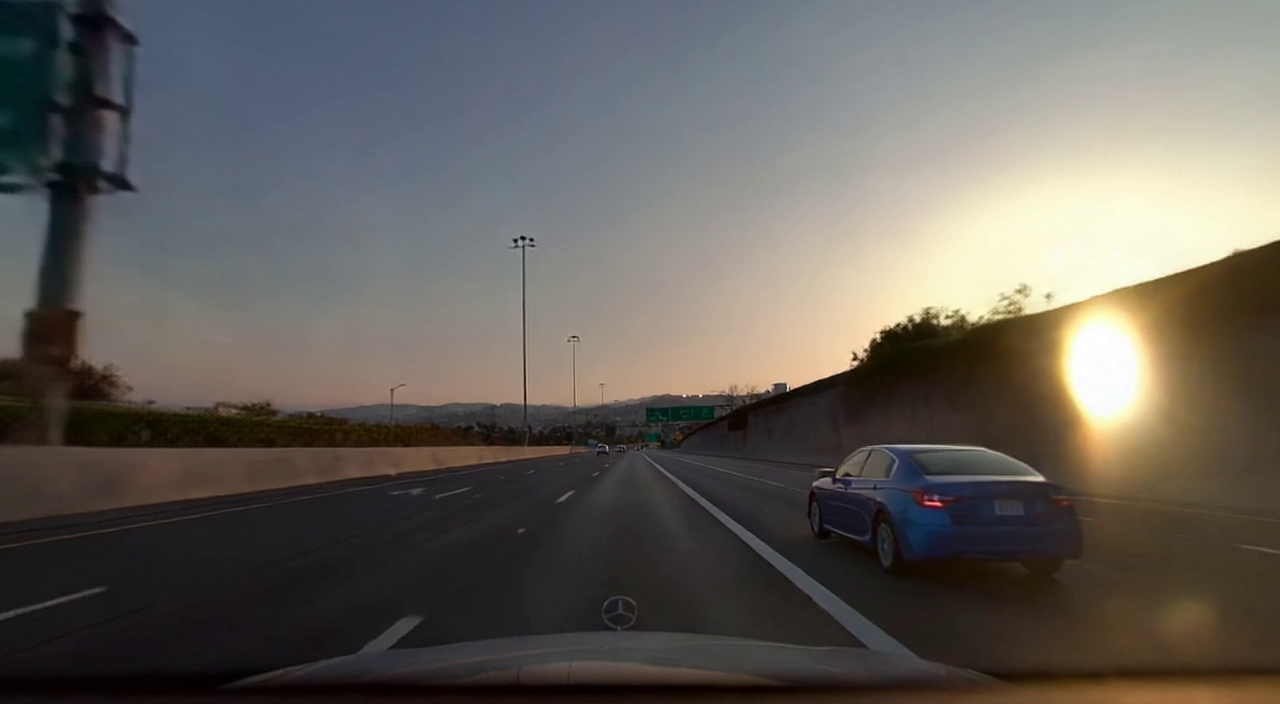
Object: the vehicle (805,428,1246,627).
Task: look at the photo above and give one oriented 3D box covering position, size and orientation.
[{"bbox_3d":[3.545,1.680,7.186,1.989,1.479,4.670,0,-9,-1],"label":"vehicle"}]
